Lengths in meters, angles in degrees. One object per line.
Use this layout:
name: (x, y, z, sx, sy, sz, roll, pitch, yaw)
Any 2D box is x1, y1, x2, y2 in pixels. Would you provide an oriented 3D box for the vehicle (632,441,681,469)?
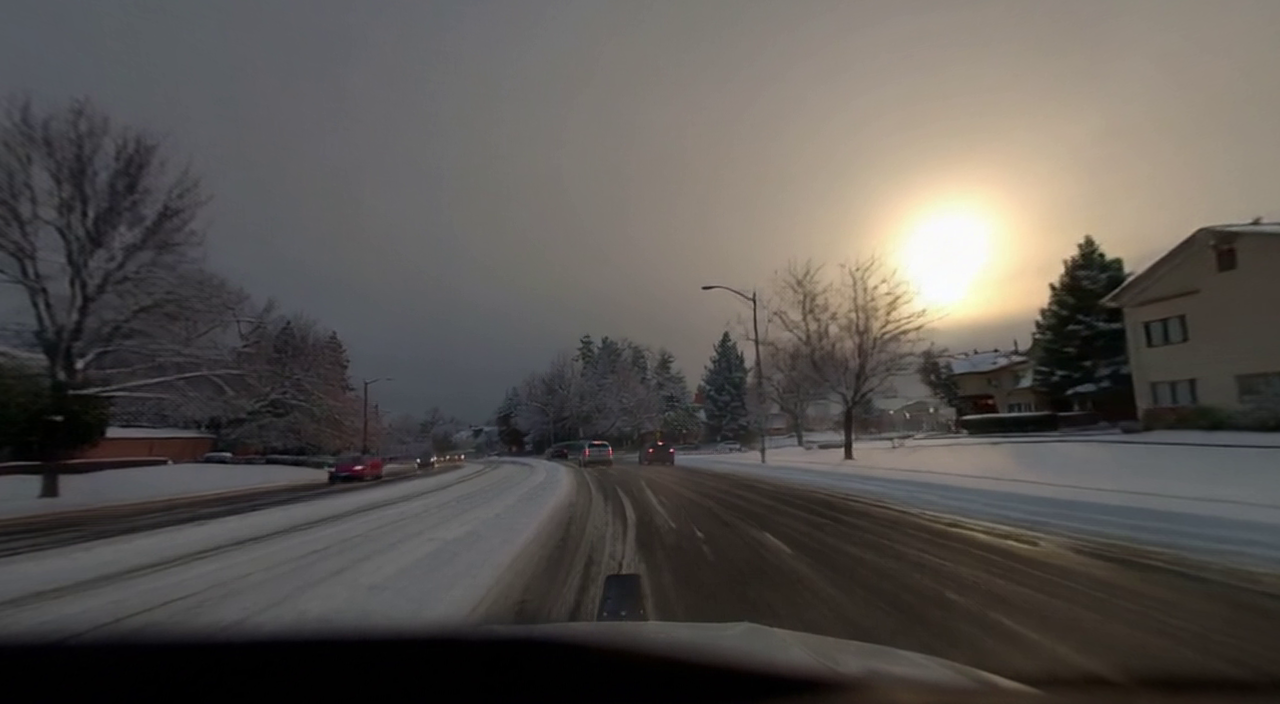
vehicle: (0.864, 5.972, 36.525, 1.915, 1.495, 4.880, 1, -9, -10)

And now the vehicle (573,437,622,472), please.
vehicle: (-2.369, 5.510, 33.955, 2.165, 1.783, 4.391, 2, -9, -10)

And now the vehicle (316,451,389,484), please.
vehicle: (-14.421, 5.782, 31.791, 1.924, 1.481, 4.727, 1, -8, -7)
